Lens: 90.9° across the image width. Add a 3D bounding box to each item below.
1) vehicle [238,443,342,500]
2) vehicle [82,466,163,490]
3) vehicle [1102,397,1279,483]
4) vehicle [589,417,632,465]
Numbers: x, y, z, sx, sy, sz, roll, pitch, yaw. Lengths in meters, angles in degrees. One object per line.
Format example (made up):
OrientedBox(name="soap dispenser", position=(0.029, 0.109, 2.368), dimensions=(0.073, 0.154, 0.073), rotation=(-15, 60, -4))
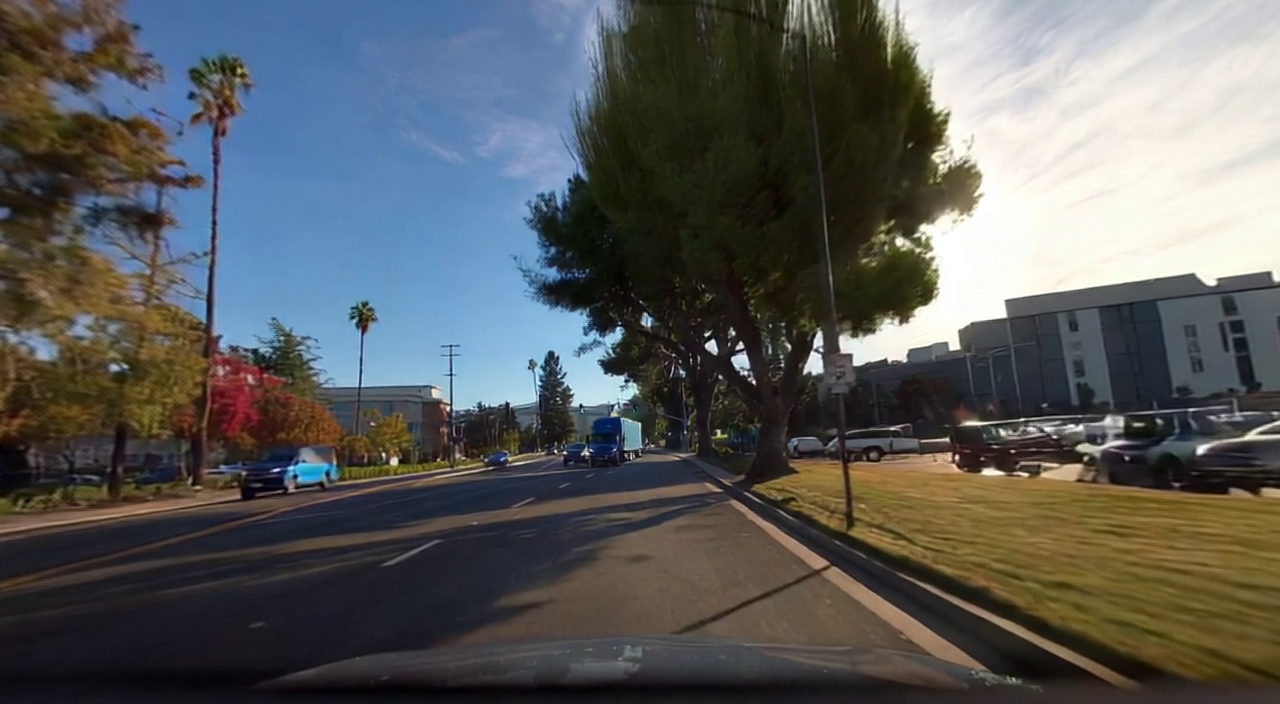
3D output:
OrientedBox(name="vehicle", position=(-16.406, 5.555, 29.885), dimensions=(2.380, 2.179, 5.187), rotation=(-5, -8, -5))
OrientedBox(name="vehicle", position=(-39.379, 9.603, 48.030), dimensions=(4.477, 1.658, 1.861), rotation=(0, -9, -1))
OrientedBox(name="vehicle", position=(13.680, 2.056, 14.833), dimensions=(4.244, 1.848, 1.890), rotation=(1, -7, -7))
OrientedBox(name="vehicle", position=(-2.332, 6.885, 48.444), dimensions=(2.904, 3.201, 11.269), rotation=(0, -9, -3))
